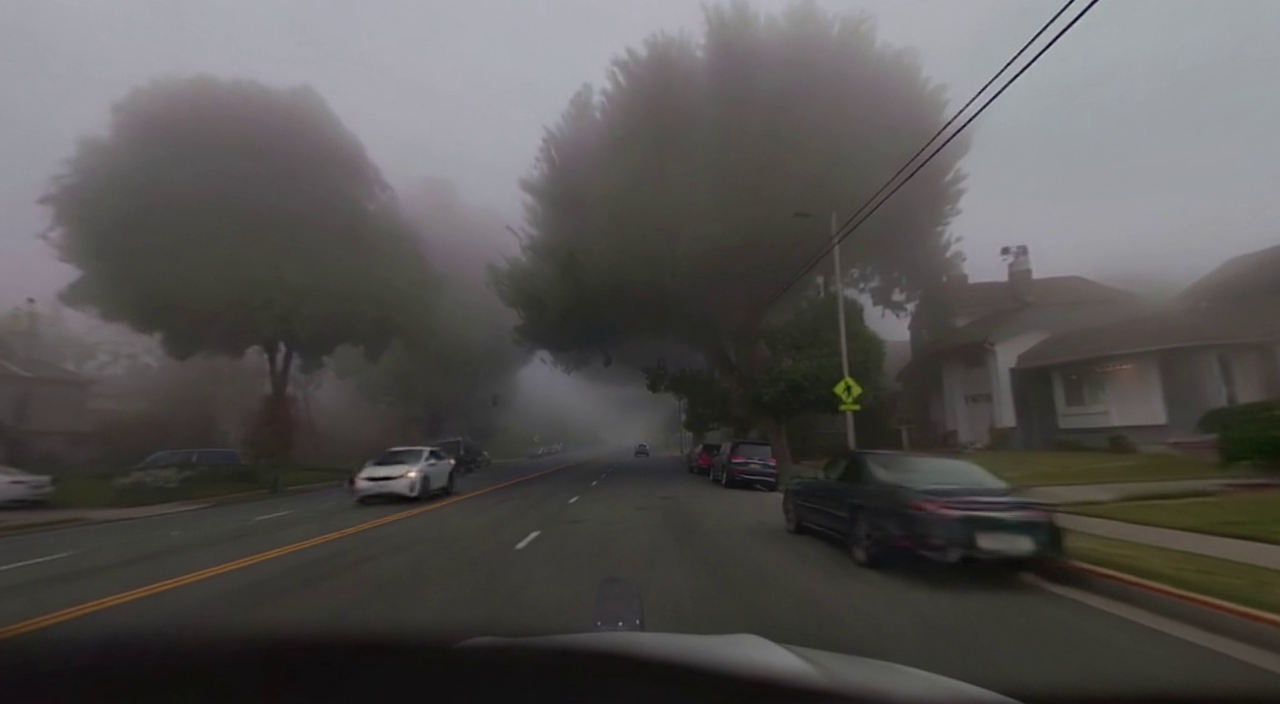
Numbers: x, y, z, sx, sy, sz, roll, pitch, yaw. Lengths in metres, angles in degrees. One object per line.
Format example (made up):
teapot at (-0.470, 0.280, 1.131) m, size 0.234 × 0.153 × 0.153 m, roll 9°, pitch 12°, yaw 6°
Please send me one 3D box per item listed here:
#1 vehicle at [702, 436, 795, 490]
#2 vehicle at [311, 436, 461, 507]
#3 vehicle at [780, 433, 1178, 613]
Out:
vehicle at (3.449, 3.647, 21.172) m, size 2.034 × 1.551 × 5.272 m, roll 0°, pitch -9°, yaw -2°
vehicle at (-7.132, 3.403, 18.554) m, size 2.120 × 1.726 × 5.445 m, roll -1°, pitch -8°, yaw 0°
vehicle at (3.430, 1.830, 7.938) m, size 2.158 × 1.477 × 5.135 m, roll -1°, pitch -9°, yaw 0°
